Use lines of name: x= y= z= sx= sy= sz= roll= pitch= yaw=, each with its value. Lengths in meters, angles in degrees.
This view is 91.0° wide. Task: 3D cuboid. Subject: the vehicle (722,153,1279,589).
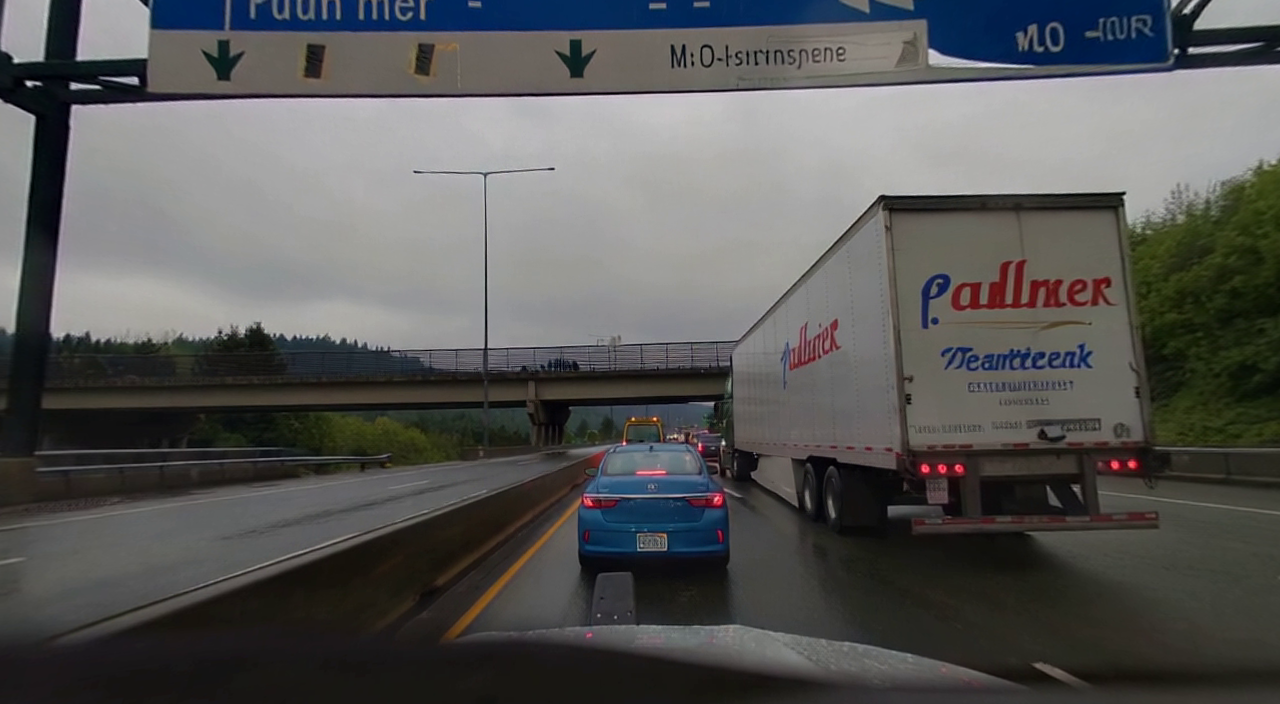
vehicle: x=4.212 y=1.075 z=12.979 sx=2.827 sy=4.081 sz=14.305 roll=0 pitch=-8 yaw=-1

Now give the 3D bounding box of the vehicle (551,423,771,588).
vehicle: x=0.182 y=1.686 z=7.717 sx=2.045 sy=1.490 sz=3.597 roll=-1 pitch=-8 yaw=0

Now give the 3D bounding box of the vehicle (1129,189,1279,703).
vehicle: x=4.731 y=0.132 z=0.671 sx=2.892 sy=2.615 sz=6.650 roll=0 pitch=-8 yaw=-1
